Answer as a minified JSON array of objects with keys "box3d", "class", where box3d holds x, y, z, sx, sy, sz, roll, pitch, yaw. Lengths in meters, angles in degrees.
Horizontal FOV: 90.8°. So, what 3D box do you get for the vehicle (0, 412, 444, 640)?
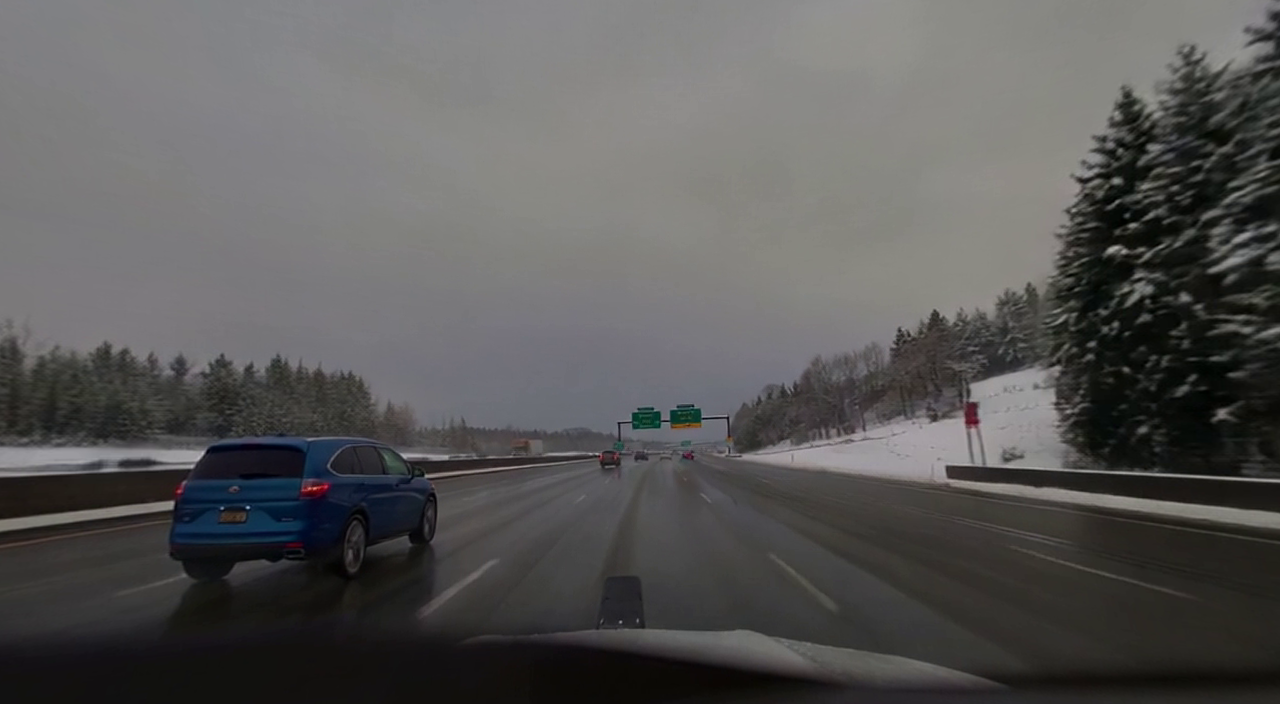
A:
[{"box3d":[-3.787,1.567,6.679,2.016,1.623,4.126,0,-9,1],"class":"vehicle"}]
